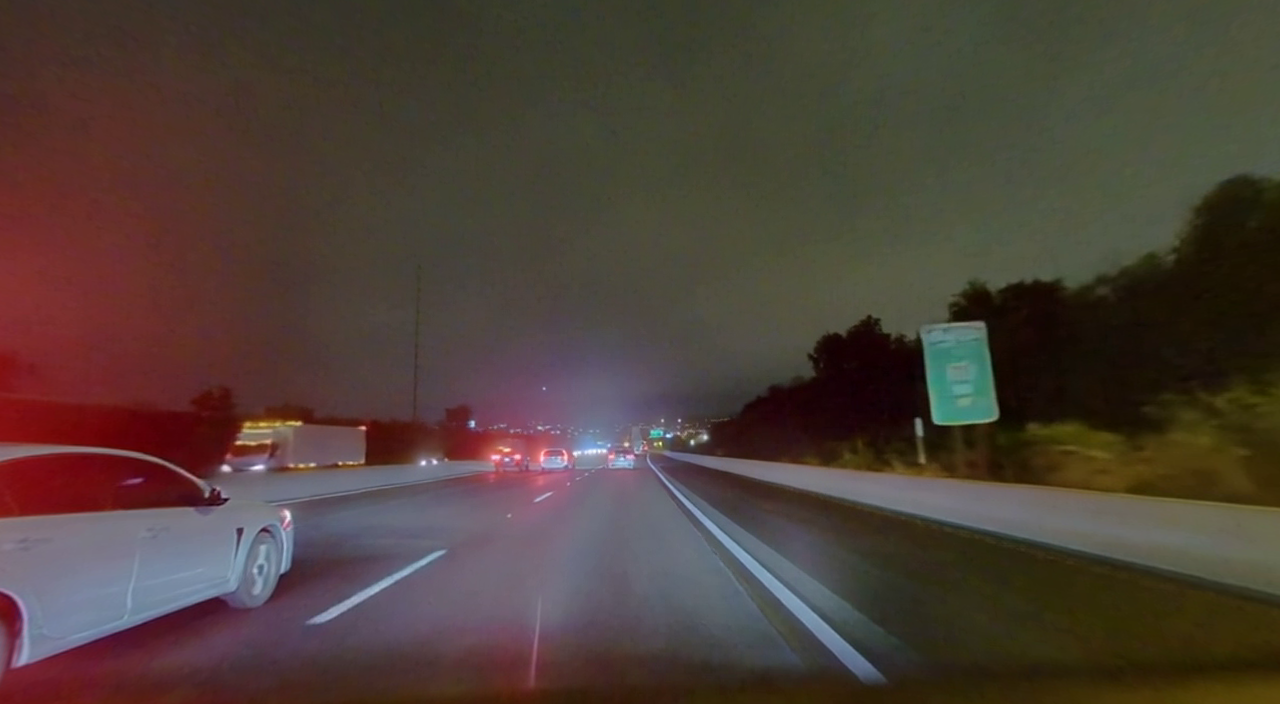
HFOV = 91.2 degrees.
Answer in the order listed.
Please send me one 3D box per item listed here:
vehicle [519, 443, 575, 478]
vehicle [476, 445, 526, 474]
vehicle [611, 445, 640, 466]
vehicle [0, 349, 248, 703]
[{"bbox_3d":[-4.233,5.025,29.167,1.988,1.477,4.118,0,-9,0],"label":"vehicle"},{"bbox_3d":[-7.851,6.071,35.644,1.936,1.516,3.904,0,-9,0],"label":"vehicle"},{"bbox_3d":[-1.039,7.576,45.914,2.023,1.479,3.718,0,-9,-1],"label":"vehicle"},{"bbox_3d":[-4.078,0.819,2.506,2.074,1.779,4.588,0,-9,-1],"label":"vehicle"}]
